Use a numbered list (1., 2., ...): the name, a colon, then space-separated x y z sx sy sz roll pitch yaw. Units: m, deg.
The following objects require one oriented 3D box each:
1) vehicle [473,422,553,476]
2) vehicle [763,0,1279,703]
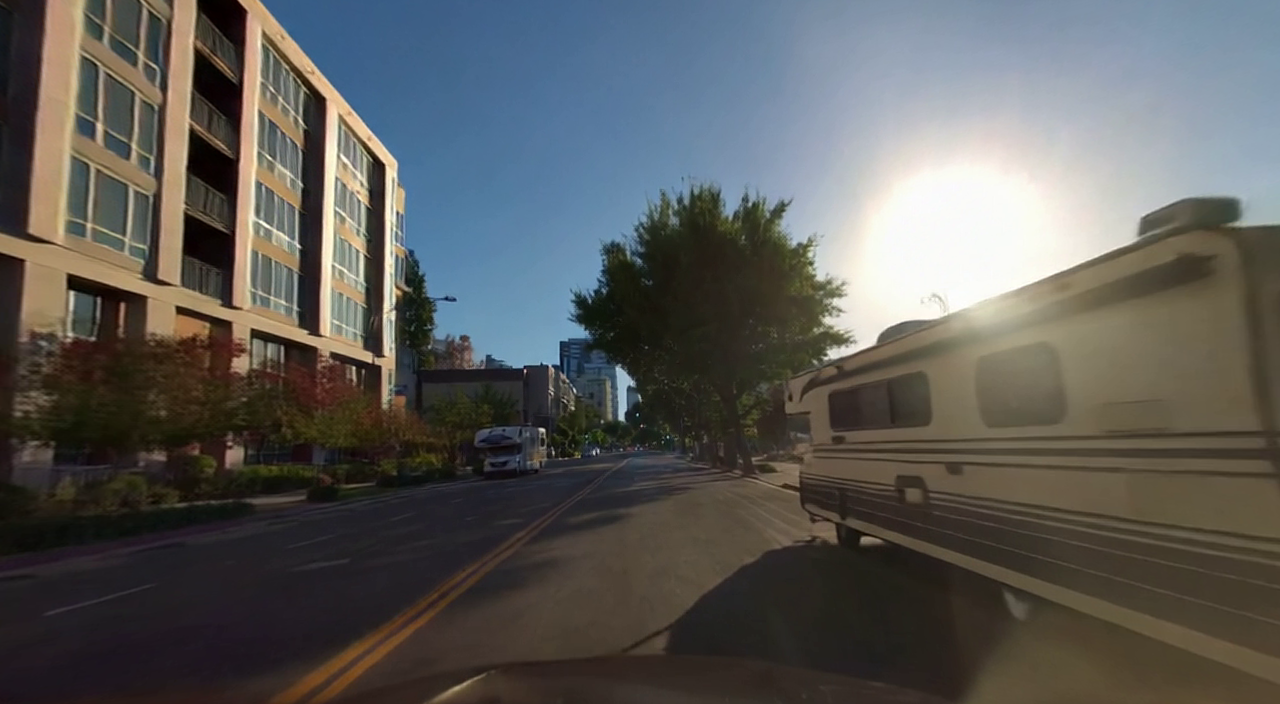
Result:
1. vehicle: -7.068 5.488 36.271 3.108 2.771 7.999 0 -7 -1
2. vehicle: 3.762 0.756 6.442 3.074 3.099 8.805 1 -8 -1
